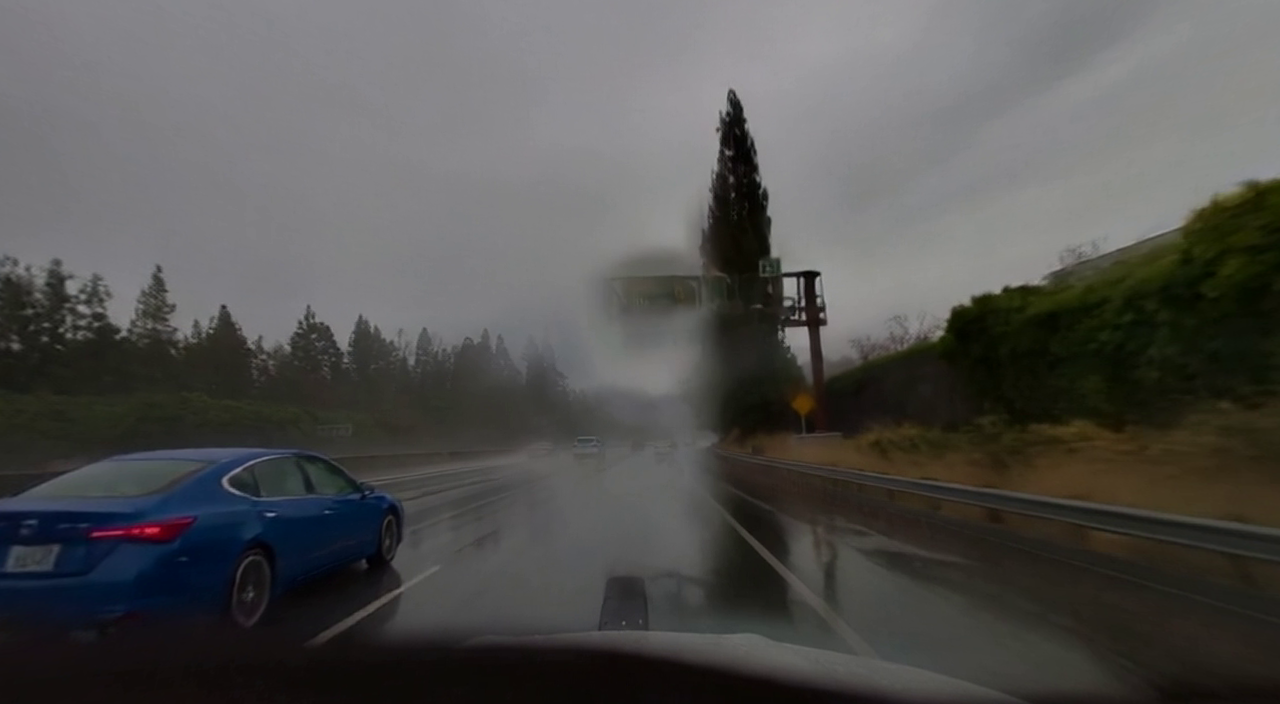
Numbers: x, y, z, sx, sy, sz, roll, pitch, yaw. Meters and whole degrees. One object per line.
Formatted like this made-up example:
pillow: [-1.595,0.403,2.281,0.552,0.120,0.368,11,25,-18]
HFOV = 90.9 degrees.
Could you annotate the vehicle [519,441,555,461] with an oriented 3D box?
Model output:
vehicle: [-7.792,7.538,47.968,1.883,1.411,4.053,0,-9,3]

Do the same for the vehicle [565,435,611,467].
vehicle: [-2.950,5.731,36.695,2.071,1.716,4.363,0,-9,3]

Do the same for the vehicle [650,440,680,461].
vehicle: [1.881,7.325,46.791,2.113,1.464,4.073,0,-9,4]
